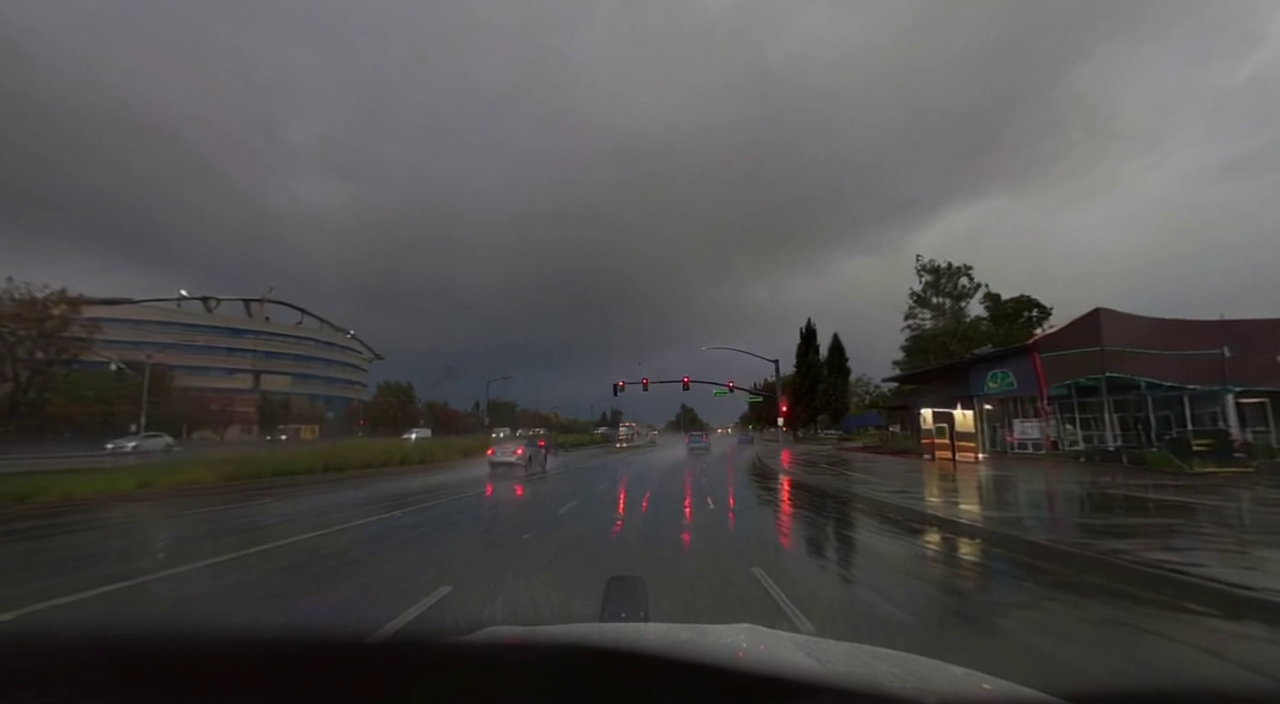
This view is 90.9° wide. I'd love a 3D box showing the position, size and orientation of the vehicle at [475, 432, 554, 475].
[{"bbox_3d":[-5.370,4.429,27.680,2.181,1.728,4.515,-1,-8,5],"label":"vehicle"}]
